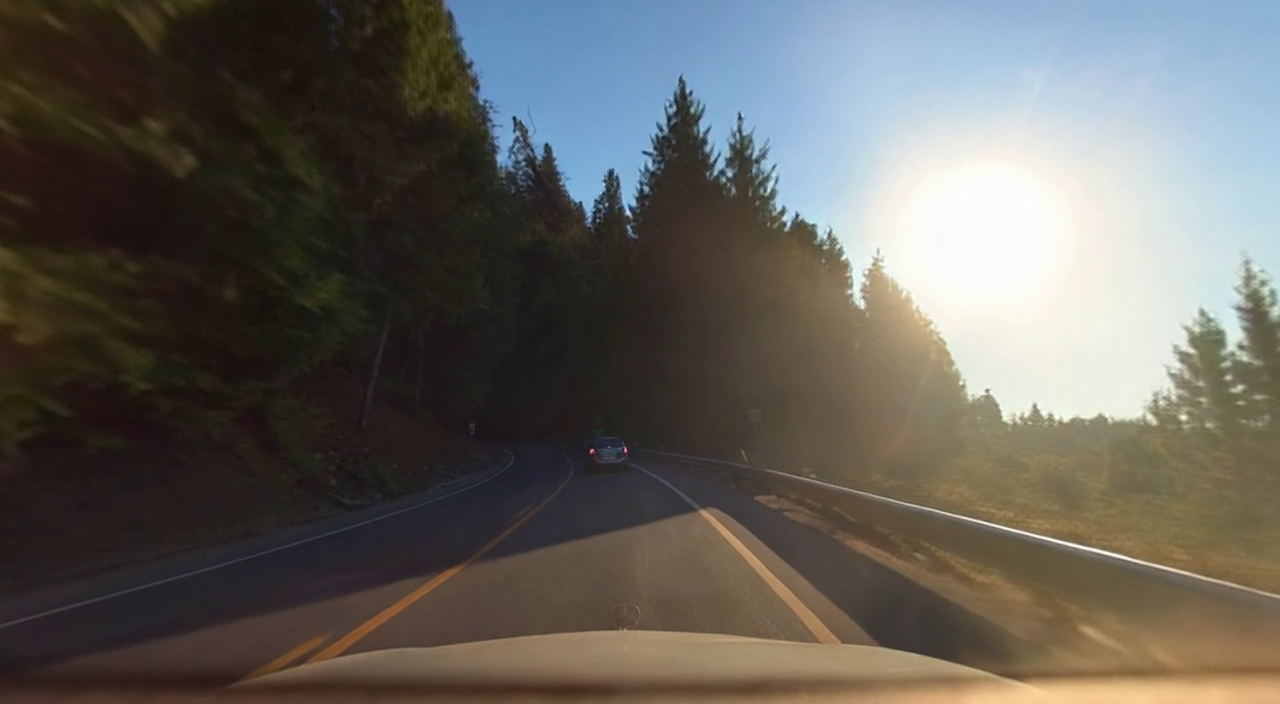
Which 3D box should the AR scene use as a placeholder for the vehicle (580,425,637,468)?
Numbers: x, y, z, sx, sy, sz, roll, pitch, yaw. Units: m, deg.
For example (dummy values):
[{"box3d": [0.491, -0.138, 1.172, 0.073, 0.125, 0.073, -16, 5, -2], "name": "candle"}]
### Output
[{"box3d": [-1.692, 4.715, 31.623, 2.469, 1.953, 5.605, 1, -9, -6], "name": "vehicle"}]
